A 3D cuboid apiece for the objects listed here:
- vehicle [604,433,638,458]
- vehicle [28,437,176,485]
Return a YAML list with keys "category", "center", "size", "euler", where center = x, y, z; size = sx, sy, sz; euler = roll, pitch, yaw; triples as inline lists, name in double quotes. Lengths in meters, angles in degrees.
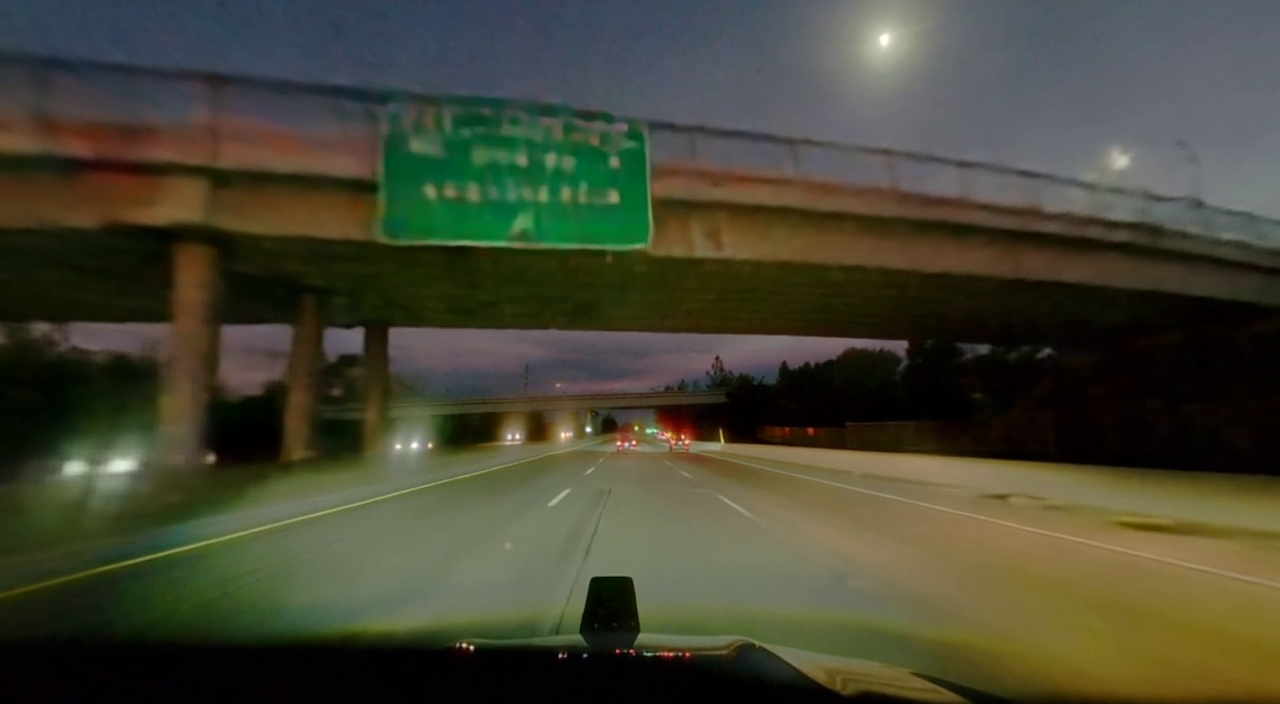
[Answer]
- category: "vehicle"
  center: [-1.142, 5.638, 38.198]
  size: [1.987, 1.440, 3.565]
  euler: [0, -8, -2]
- category: "vehicle"
  center: [-17.706, 3.553, 21.009]
  size: [1.736, 1.438, 3.687]
  euler: [0, -8, -2]
